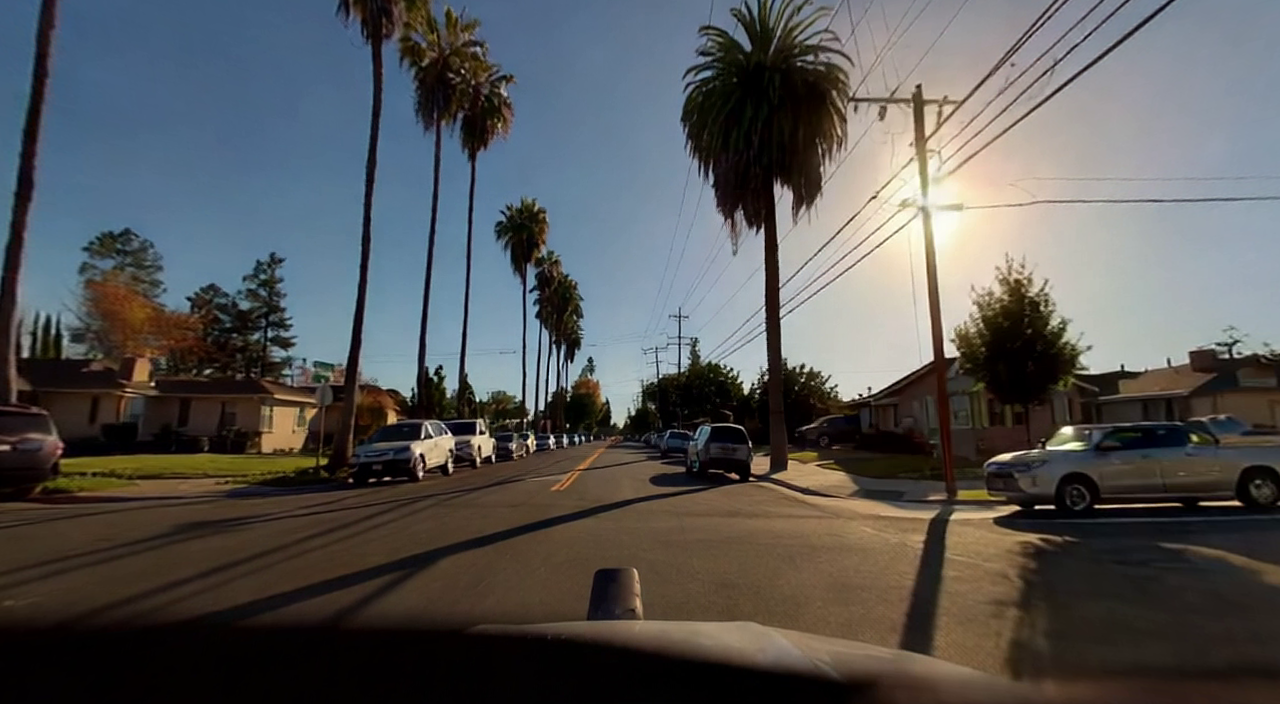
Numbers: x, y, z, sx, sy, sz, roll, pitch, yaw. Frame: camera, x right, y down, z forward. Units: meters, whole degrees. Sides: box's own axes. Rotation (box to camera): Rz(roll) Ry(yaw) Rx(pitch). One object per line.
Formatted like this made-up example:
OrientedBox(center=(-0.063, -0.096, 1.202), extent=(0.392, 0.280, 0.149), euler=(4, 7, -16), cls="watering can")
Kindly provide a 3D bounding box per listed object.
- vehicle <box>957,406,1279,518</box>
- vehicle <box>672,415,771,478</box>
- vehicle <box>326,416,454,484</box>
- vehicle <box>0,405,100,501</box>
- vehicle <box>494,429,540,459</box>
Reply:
OrientedBox(center=(10.249, 2.234, 13.186), extent=(5.971, 1.967, 2.385), euler=(-1, -9, -5), cls="vehicle")
OrientedBox(center=(2.626, 3.313, 22.194), extent=(2.505, 1.895, 5.805), euler=(1, -9, -2), cls="vehicle")
OrientedBox(center=(-7.027, 2.838, 18.372), extent=(2.198, 1.724, 4.493), euler=(1, -9, -5), cls="vehicle")
OrientedBox(center=(-14.815, 2.097, 12.553), extent=(5.847, 1.766, 2.392), euler=(-1, -8, -3), cls="vehicle")
OrientedBox(center=(-8.023, 6.066, 41.686), extent=(2.178, 1.865, 4.658), euler=(0, -9, -2), cls="vehicle")
